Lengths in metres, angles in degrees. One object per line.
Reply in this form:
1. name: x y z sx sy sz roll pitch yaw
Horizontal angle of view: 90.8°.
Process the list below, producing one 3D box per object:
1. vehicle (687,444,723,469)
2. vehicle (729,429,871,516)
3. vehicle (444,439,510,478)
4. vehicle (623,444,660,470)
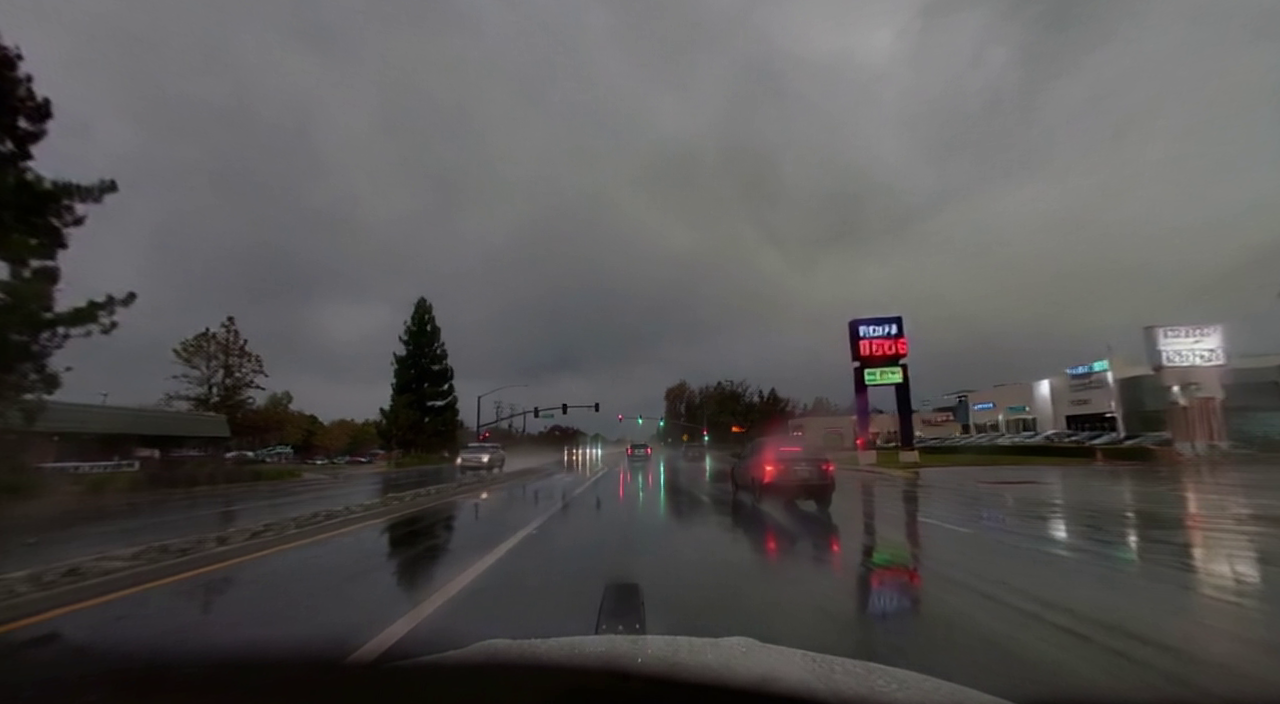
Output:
1. vehicle: 4.135 6.684 40.673 1.889 1.473 4.303 0 -8 0
2. vehicle: 3.377 2.640 14.332 2.022 1.643 4.326 0 -8 -1
3. vehicle: -8.455 5.538 33.254 2.142 1.872 4.689 0 -8 1
4. vehicle: 0.082 6.387 38.722 2.135 1.468 4.076 0 -8 0
